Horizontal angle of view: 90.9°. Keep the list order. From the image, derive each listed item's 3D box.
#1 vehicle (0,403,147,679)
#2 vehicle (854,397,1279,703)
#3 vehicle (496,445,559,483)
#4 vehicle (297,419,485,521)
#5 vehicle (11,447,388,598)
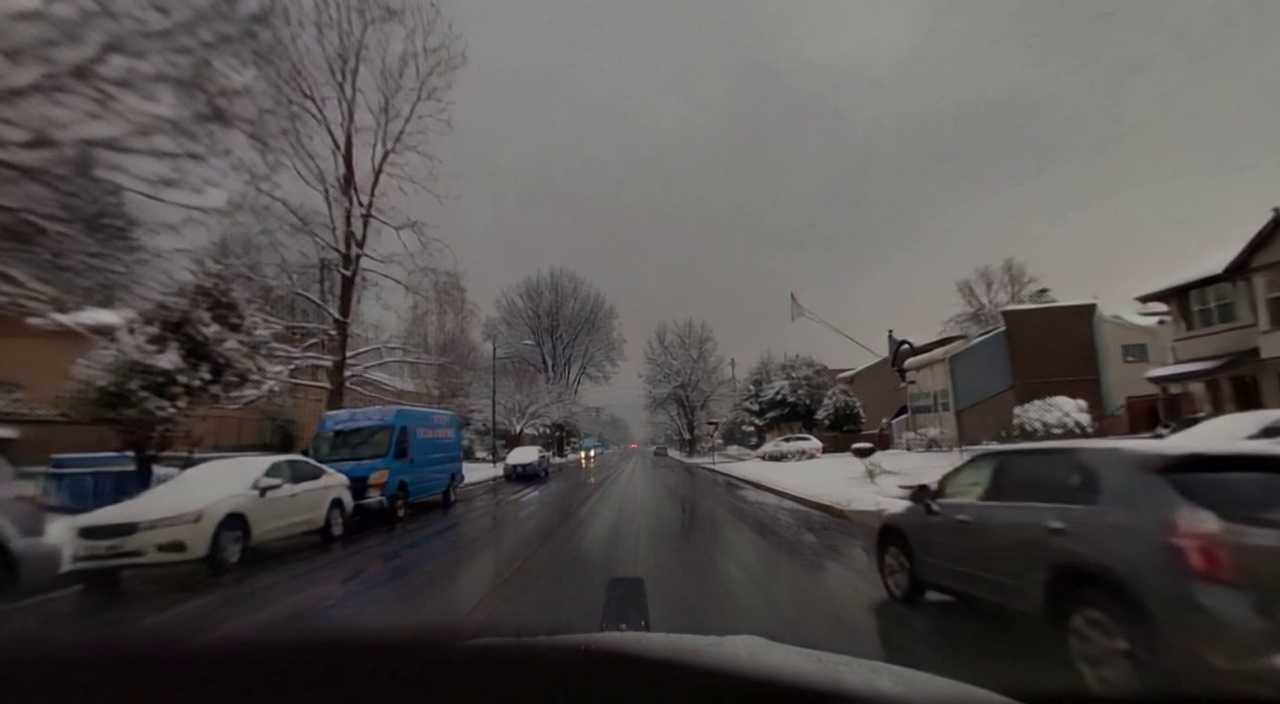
[{"bbox_3d":[-5.433,1.119,3.168,2.090,1.855,4.494,0,-8,2],"label":"vehicle"},{"bbox_3d":[3.246,1.238,4.372,1.945,1.514,4.552,0,-8,0],"label":"vehicle"},{"bbox_3d":[-5.001,5.004,28.624,2.038,1.571,4.524,0,-8,0],"label":"vehicle"},{"bbox_3d":[-5.594,2.725,15.200,2.315,2.008,5.343,0,-8,0],"label":"vehicle"},{"bbox_3d":[-5.568,2.136,8.963,1.909,1.517,4.580,0,-8,2],"label":"vehicle"}]
